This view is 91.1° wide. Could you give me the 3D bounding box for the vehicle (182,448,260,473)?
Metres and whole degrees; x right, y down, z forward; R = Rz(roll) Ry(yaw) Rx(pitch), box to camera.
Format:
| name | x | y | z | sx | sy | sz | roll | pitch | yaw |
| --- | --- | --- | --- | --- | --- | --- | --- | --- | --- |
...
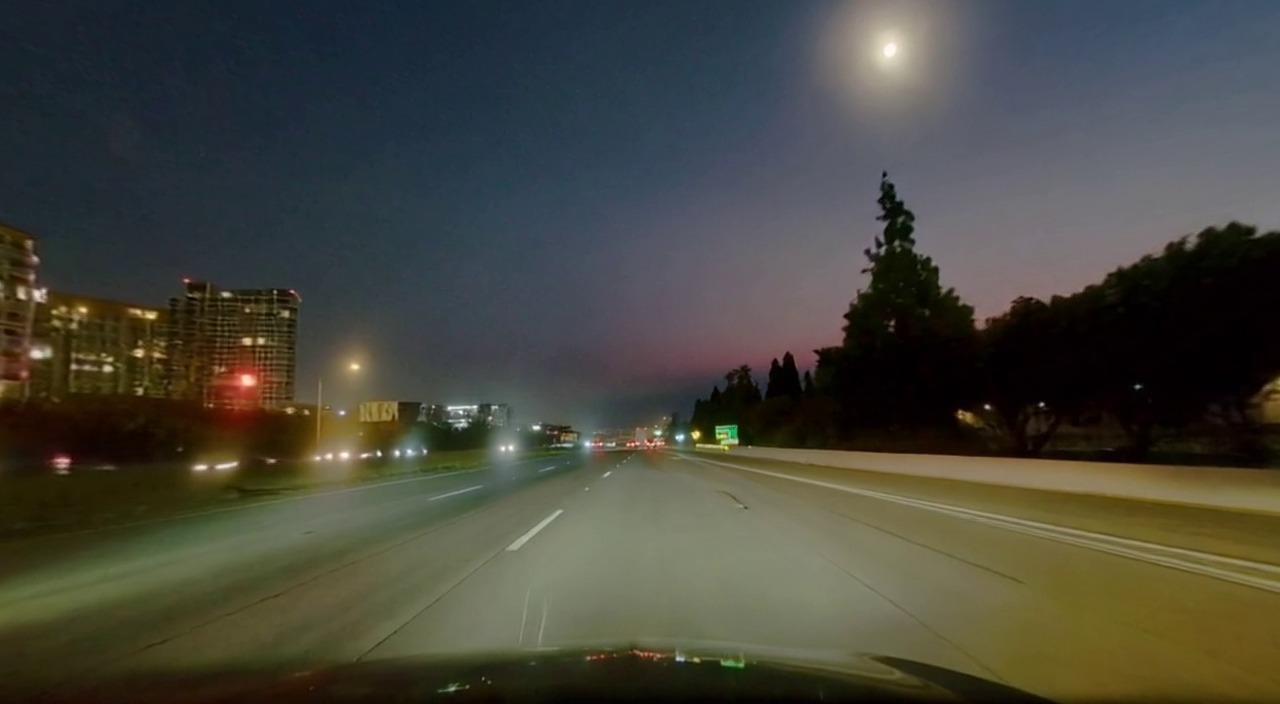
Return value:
| name | x | y | z | sx | sy | sz | roll | pitch | yaw |
| --- | --- | --- | --- | --- | --- | --- | --- | --- | --- |
| vehicle | -26.949 | 6.972 | 40.566 | 1.841 | 1.472 | 4.562 | 0 | -8 | 1 |
